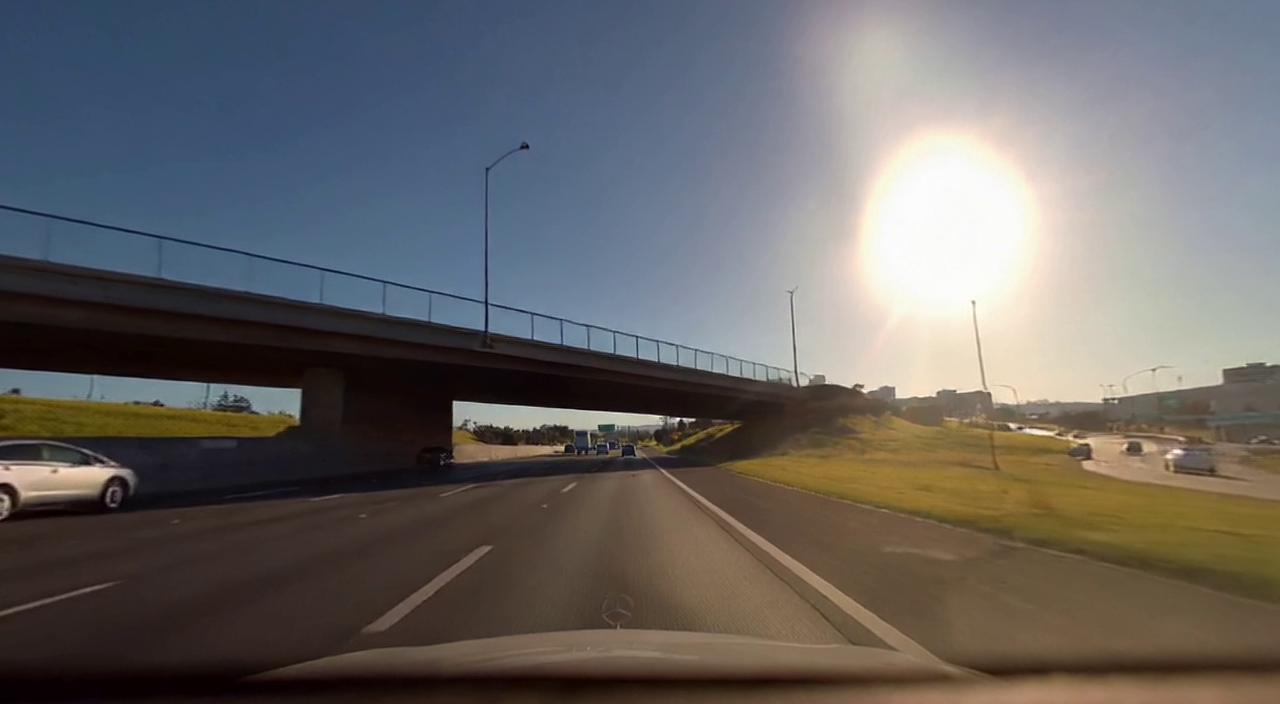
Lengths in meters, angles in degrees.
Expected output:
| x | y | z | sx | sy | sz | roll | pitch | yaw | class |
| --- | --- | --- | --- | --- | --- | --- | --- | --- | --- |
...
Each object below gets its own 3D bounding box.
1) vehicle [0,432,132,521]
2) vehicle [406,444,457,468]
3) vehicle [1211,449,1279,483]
| x | y | z | sx | sy | sz | roll | pitch | yaw | class |
| --- | --- | --- | --- | --- | --- | --- | --- | --- | --- |
| -14.129 | 2.650 | 13.644 | 2.049 | 1.792 | 5.177 | 0 | -8 | -1 | vehicle |
| -14.722 | 7.341 | 44.811 | 2.057 | 1.619 | 4.443 | 0 | -8 | 0 | vehicle |
| 32.654 | 5.999 | 33.410 | 2.356 | 1.643 | 4.254 | -4 | -9 | 24 | vehicle |
